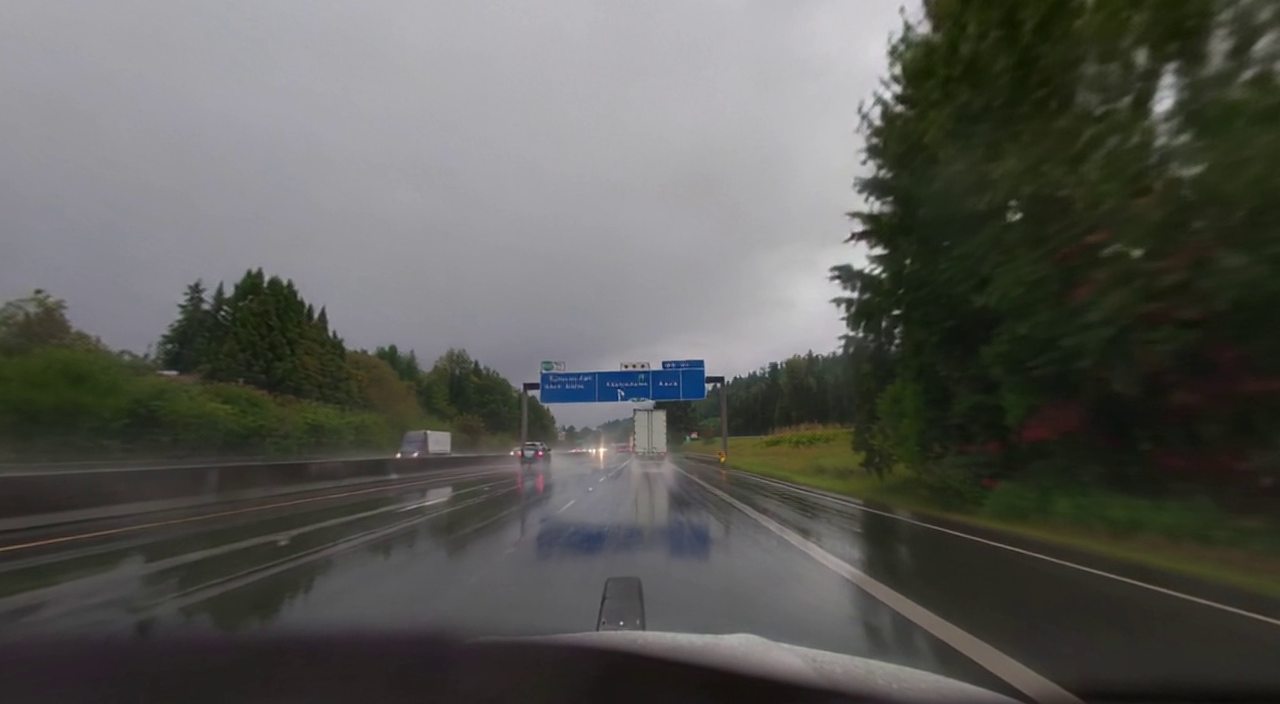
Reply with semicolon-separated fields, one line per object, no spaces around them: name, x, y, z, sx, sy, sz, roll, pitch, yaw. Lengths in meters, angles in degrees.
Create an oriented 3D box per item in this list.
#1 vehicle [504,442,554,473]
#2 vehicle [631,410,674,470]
vehicle;-6.615;6.353;37.991;2.119;1.754;4.404;0;-9;1
vehicle;0.851;7.075;49.842;2.901;4.032;14.338;0;-9;0
